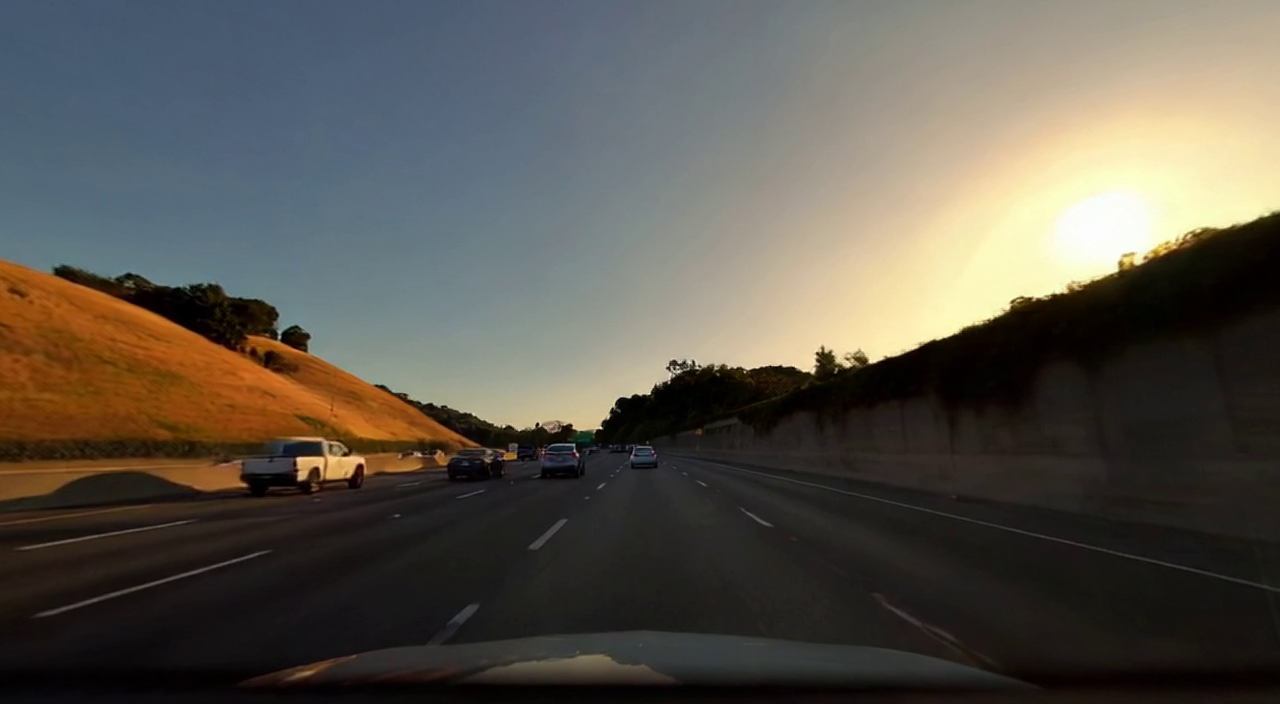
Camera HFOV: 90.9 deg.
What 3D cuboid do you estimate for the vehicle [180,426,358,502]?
[{"bbox_3d":[-10.757,3.297,18.932,2.054,1.933,5.247,0,-9,1],"label":"vehicle"}]

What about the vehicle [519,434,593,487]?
[{"bbox_3d":[-3.084,4.087,24.109,2.093,1.820,4.506,0,-9,1],"label":"vehicle"}]

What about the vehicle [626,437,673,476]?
[{"bbox_3d":[0.434,5.262,31.830,2.233,1.804,4.273,0,-9,0],"label":"vehicle"}]

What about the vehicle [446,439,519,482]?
[{"bbox_3d":[-6.812,4.725,27.789,2.059,1.745,4.239,0,-9,1],"label":"vehicle"}]
